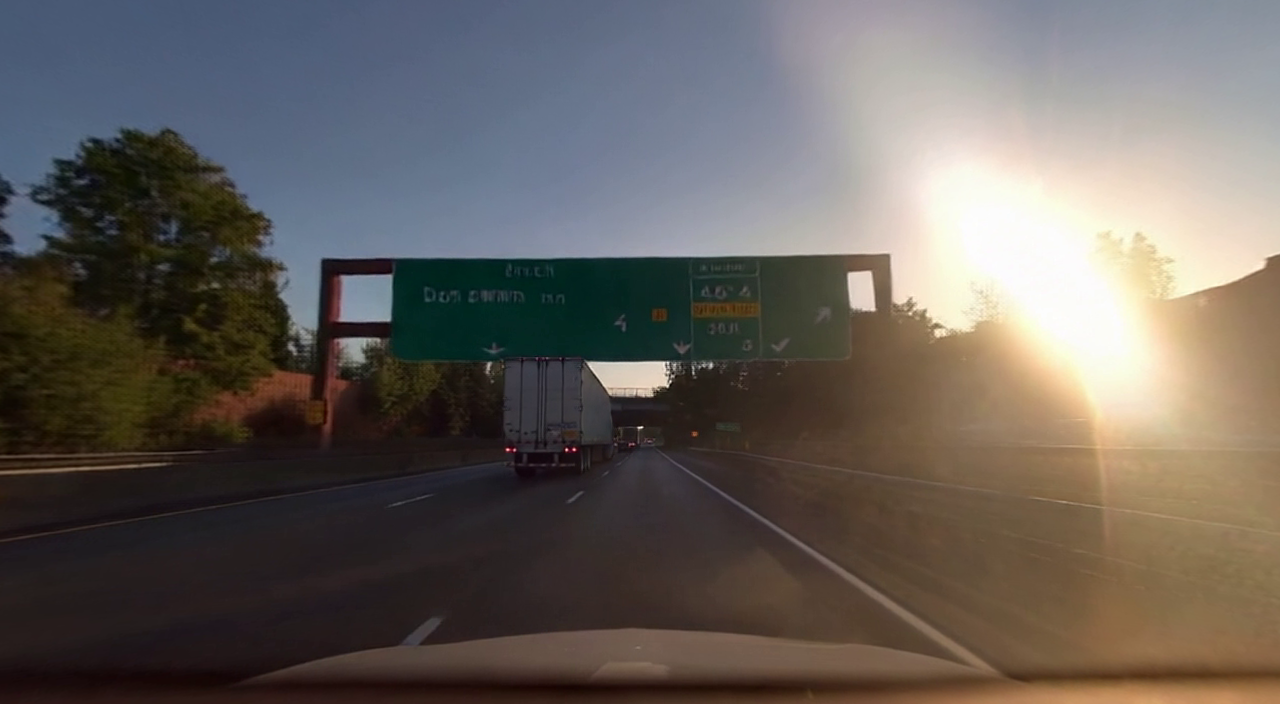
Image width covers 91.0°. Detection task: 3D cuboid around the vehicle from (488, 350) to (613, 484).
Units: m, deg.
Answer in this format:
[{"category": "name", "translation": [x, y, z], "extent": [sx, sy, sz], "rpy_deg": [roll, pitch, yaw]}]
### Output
[{"category": "vehicle", "translation": [-2.996, 2.956, 26.251], "extent": [2.947, 4.051, 14.256], "rpy_deg": [0, -8, 1]}]
